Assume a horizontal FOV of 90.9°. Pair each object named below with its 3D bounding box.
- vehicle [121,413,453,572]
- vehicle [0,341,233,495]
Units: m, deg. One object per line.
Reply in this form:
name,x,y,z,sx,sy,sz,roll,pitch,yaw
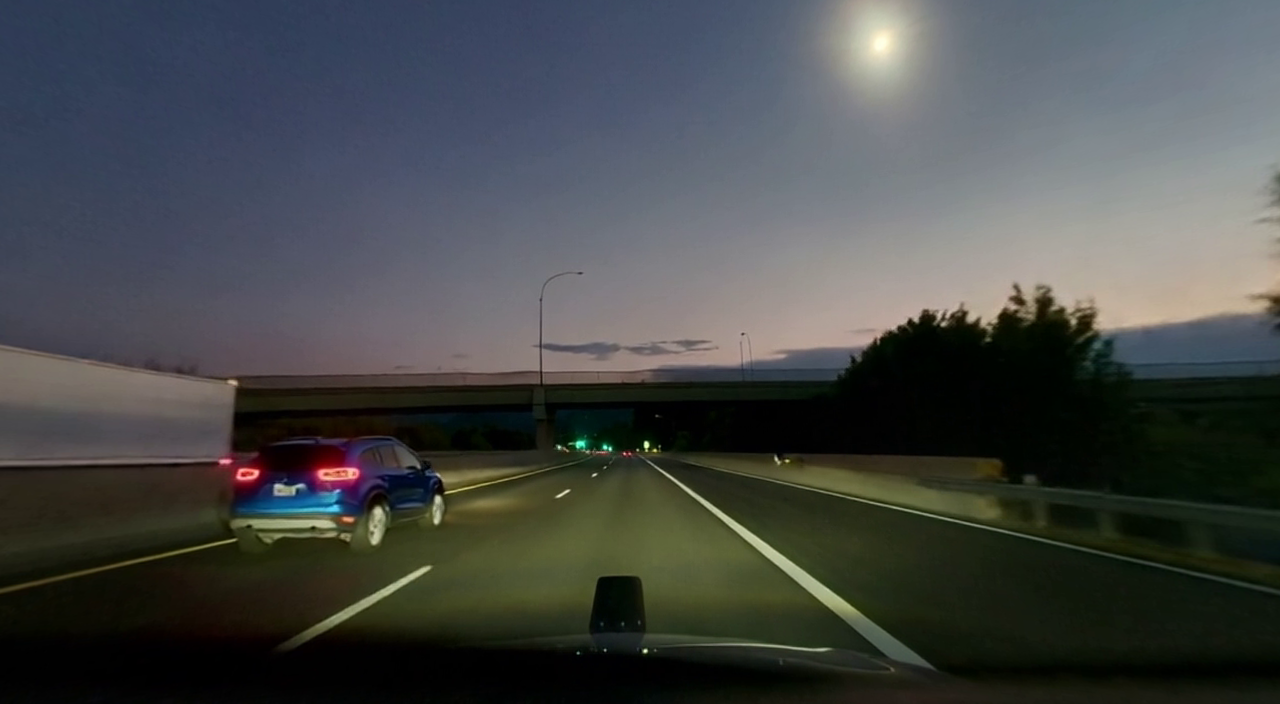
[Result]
vehicle,-4.625,1.920,9.417,2.221,1.750,4.706,0,-9,0
vehicle,-18.201,2.080,18.701,2.886,3.971,14.161,0,-9,0
